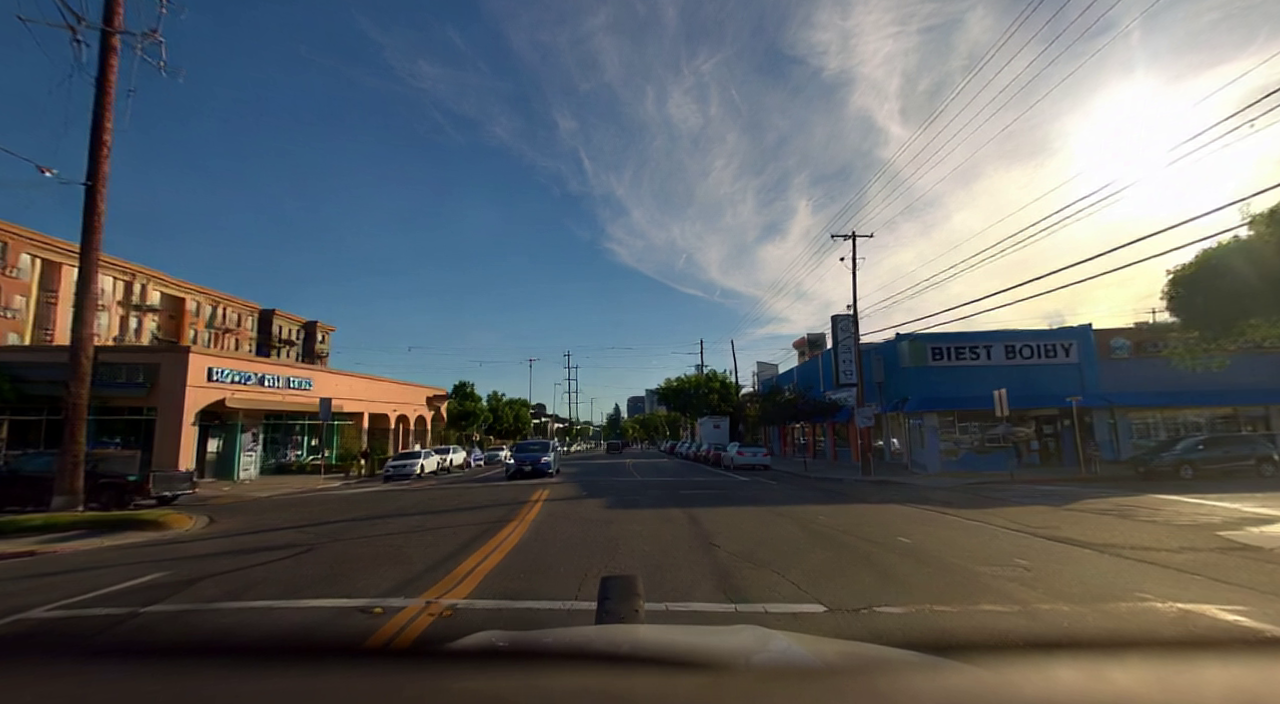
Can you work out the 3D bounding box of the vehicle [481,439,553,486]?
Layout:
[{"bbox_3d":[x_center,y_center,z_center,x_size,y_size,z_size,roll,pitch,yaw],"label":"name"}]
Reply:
[{"bbox_3d":[-4.300,3.916,22.707,1.914,1.506,4.125,0,-8,-3],"label":"vehicle"}]

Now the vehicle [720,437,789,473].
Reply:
[{"bbox_3d":[5.595,5.107,31.540,1.963,1.646,4.204,2,-9,-11],"label":"vehicle"}]

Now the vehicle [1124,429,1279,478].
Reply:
[{"bbox_3d":[18.623,3.247,20.352,4.368,1.479,1.985,0,-8,1],"label":"vehicle"}]

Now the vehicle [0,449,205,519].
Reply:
[{"bbox_3d":[-13.782,3.168,15.505,4.729,1.518,2.107,4,-9,-25],"label":"vehicle"}]

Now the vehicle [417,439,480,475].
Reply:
[{"bbox_3d":[-10.845,5.989,36.178,2.072,1.818,4.951,-3,-9,0],"label":"vehicle"}]

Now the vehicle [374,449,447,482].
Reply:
[{"bbox_3d":[-10.953,5.403,30.485,1.978,1.452,4.263,0,-8,0],"label":"vehicle"}]

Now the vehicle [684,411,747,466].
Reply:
[{"bbox_3d":[4.599,5.553,40.290,2.815,3.203,7.558,0,-8,-2],"label":"vehicle"}]
